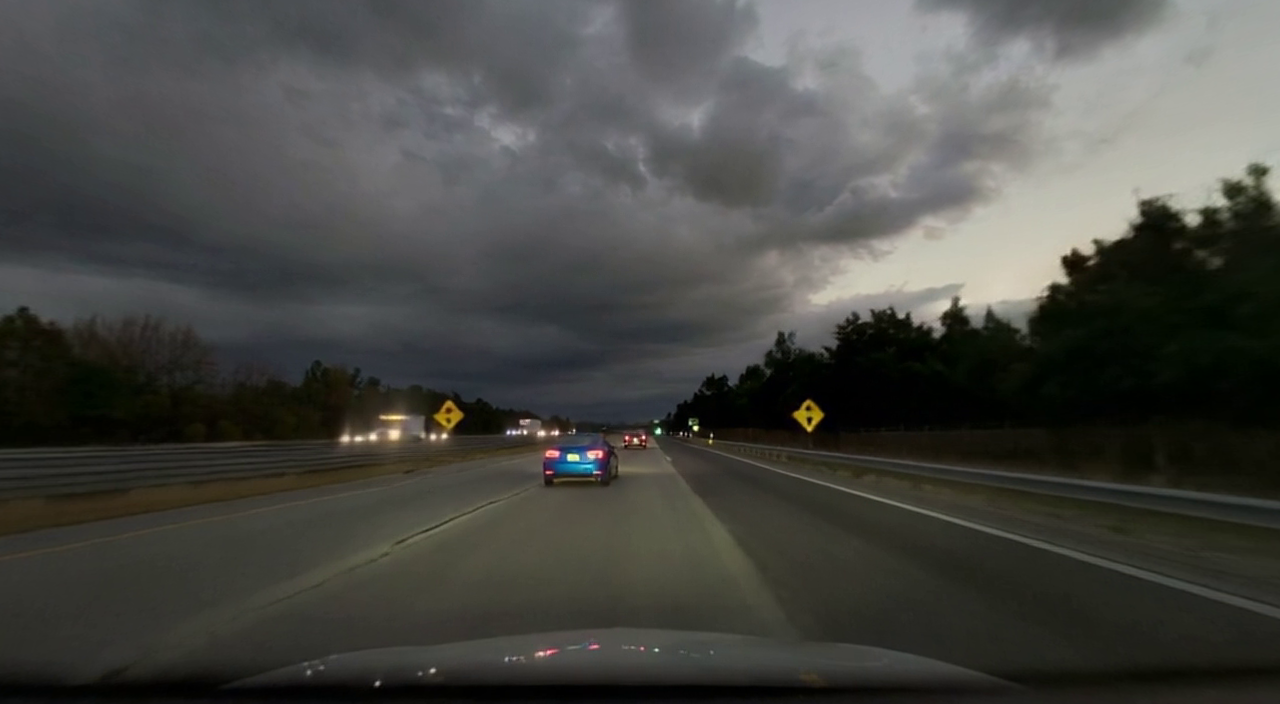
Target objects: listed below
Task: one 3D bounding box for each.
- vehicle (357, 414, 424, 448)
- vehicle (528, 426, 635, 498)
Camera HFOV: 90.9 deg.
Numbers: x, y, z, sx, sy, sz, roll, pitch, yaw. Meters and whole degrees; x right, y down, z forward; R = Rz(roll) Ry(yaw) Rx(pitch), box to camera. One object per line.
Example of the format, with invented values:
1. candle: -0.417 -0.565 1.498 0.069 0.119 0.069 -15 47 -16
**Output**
1. vehicle: -18.426 5.906 46.943 2.267 2.355 6.194 0 -8 2
2. vehicle: -1.197 2.507 14.870 1.977 1.443 4.225 0 -8 2
